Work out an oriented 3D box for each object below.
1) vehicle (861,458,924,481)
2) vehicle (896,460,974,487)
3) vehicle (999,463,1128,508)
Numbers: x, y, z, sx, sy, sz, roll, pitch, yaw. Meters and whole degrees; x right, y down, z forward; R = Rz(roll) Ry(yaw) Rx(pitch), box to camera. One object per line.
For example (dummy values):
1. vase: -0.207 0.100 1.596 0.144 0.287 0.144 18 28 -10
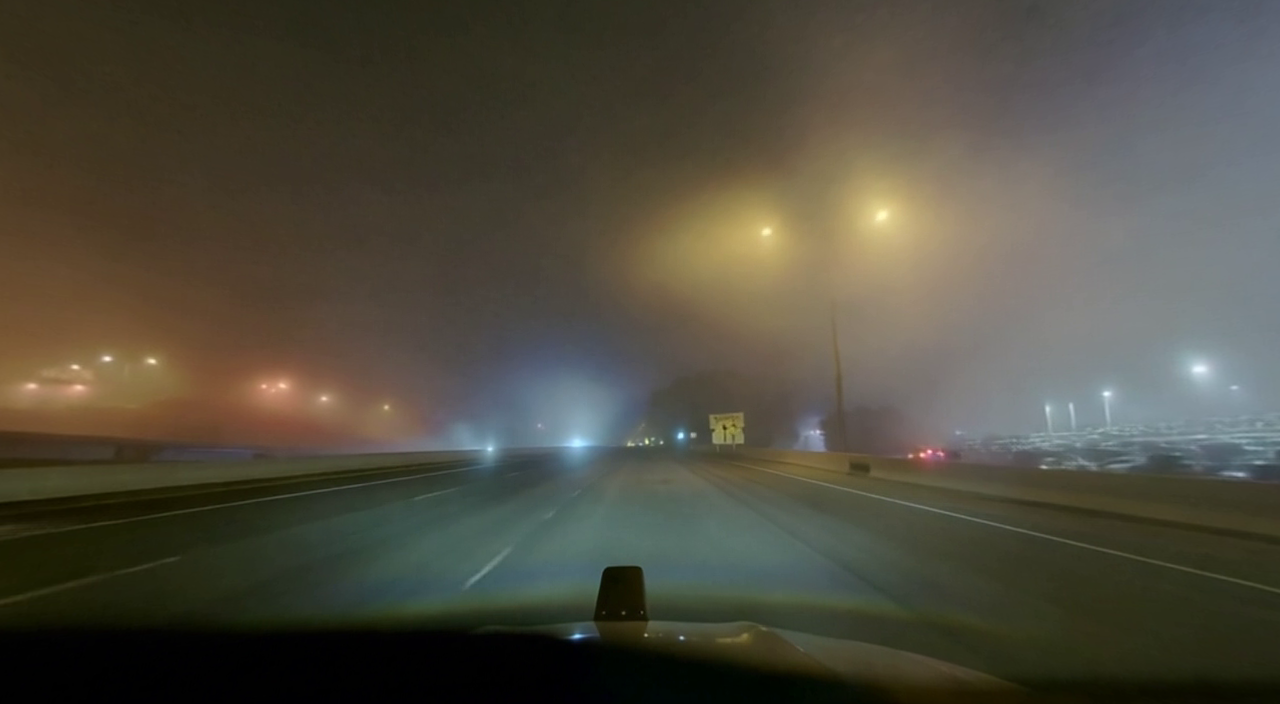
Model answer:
1. vehicle: 16.082 7.488 40.264 3.323 1.358 1.599 0 -8 -3
2. vehicle: 16.233 6.690 34.820 3.458 1.378 1.600 -1 -9 3
3. vehicle: 16.136 5.078 24.168 3.645 1.402 1.625 -3 -7 3
